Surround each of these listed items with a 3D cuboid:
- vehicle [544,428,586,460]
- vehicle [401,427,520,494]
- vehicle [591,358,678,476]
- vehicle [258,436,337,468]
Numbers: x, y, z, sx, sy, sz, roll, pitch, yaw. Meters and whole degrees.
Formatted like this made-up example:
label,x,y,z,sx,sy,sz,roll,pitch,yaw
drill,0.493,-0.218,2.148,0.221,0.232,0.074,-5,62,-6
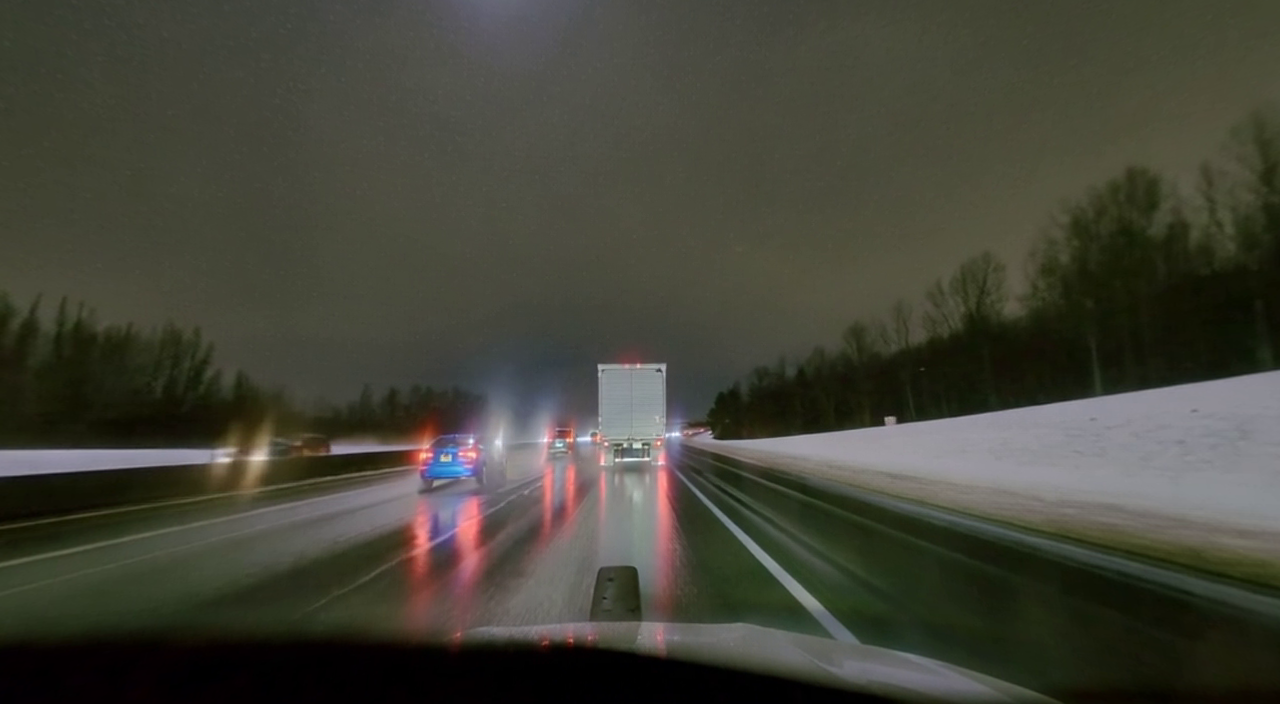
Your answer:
label,x,y,z,sx,sy,sz,roll,pitch,yaw
vehicle,-4.590,5.681,39.047,2.019,1.834,4.644,0,-8,0
vehicle,-4.643,2.855,17.035,1.931,1.539,4.441,0,-8,0
vehicle,-0.315,2.874,26.638,2.953,4.041,10.072,0,-8,-1
vehicle,-18.710,5.434,34.565,1.960,1.644,4.246,0,-8,-1
